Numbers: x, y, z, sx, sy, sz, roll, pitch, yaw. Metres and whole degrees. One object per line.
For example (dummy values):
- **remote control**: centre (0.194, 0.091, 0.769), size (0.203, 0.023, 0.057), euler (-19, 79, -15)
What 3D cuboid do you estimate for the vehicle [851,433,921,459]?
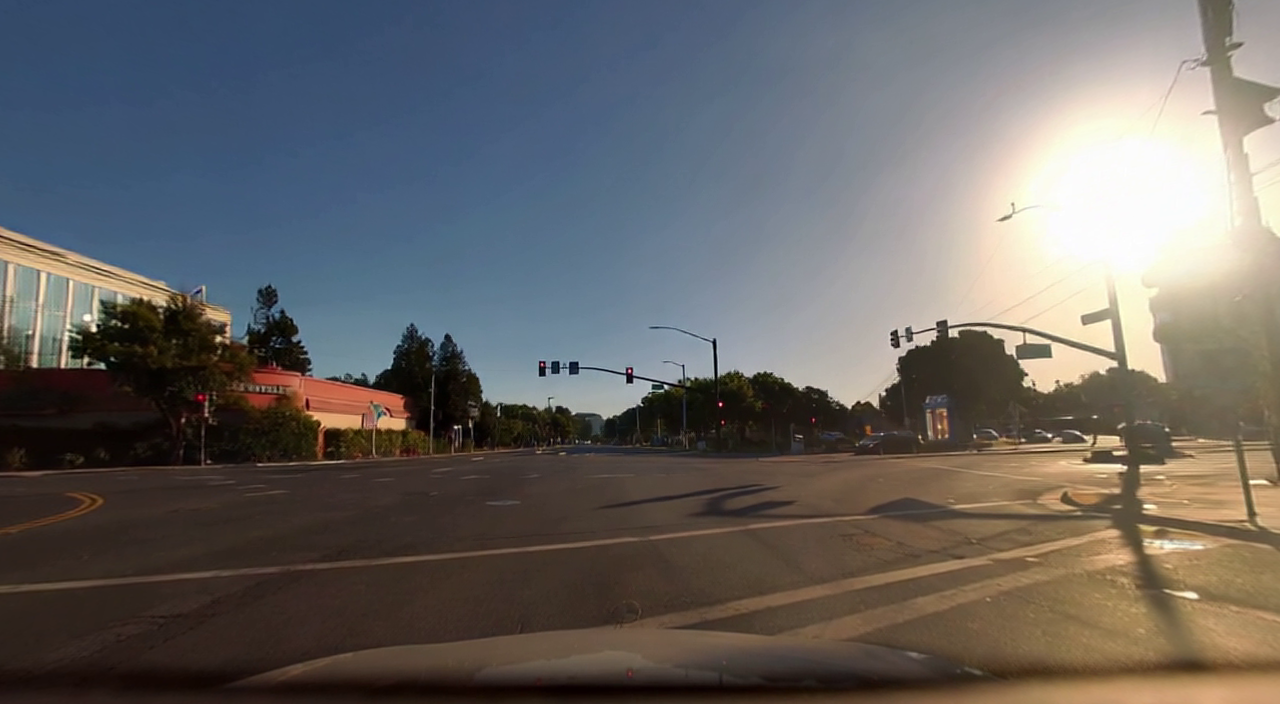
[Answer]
- **vehicle**: centre (17.637, 6.748, 45.320), size (4.600, 1.783, 1.970), euler (4, -10, -26)
